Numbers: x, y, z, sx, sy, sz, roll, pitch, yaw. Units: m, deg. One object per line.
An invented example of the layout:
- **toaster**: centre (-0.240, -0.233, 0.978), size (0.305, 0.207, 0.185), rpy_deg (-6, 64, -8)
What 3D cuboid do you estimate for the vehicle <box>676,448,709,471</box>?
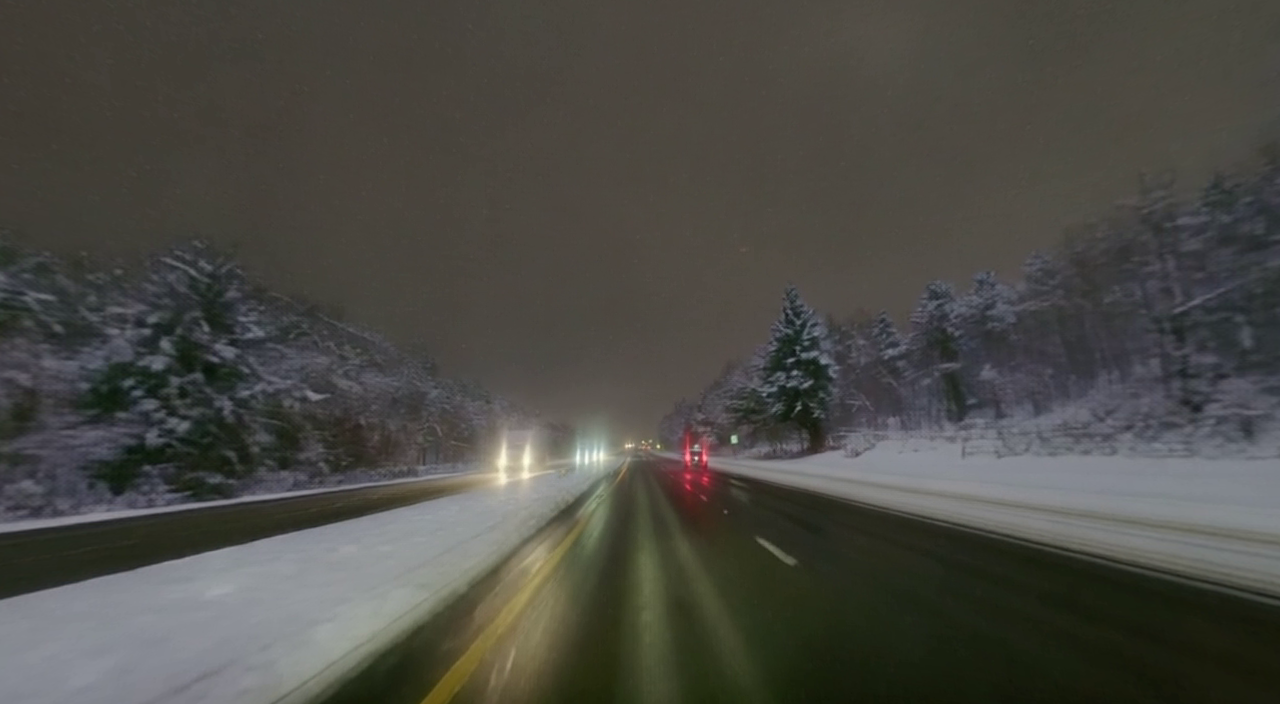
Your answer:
- **vehicle**: centre (3.729, 7.713, 45.414), size (2.013, 1.584, 3.995), rpy_deg (0, -9, -1)
